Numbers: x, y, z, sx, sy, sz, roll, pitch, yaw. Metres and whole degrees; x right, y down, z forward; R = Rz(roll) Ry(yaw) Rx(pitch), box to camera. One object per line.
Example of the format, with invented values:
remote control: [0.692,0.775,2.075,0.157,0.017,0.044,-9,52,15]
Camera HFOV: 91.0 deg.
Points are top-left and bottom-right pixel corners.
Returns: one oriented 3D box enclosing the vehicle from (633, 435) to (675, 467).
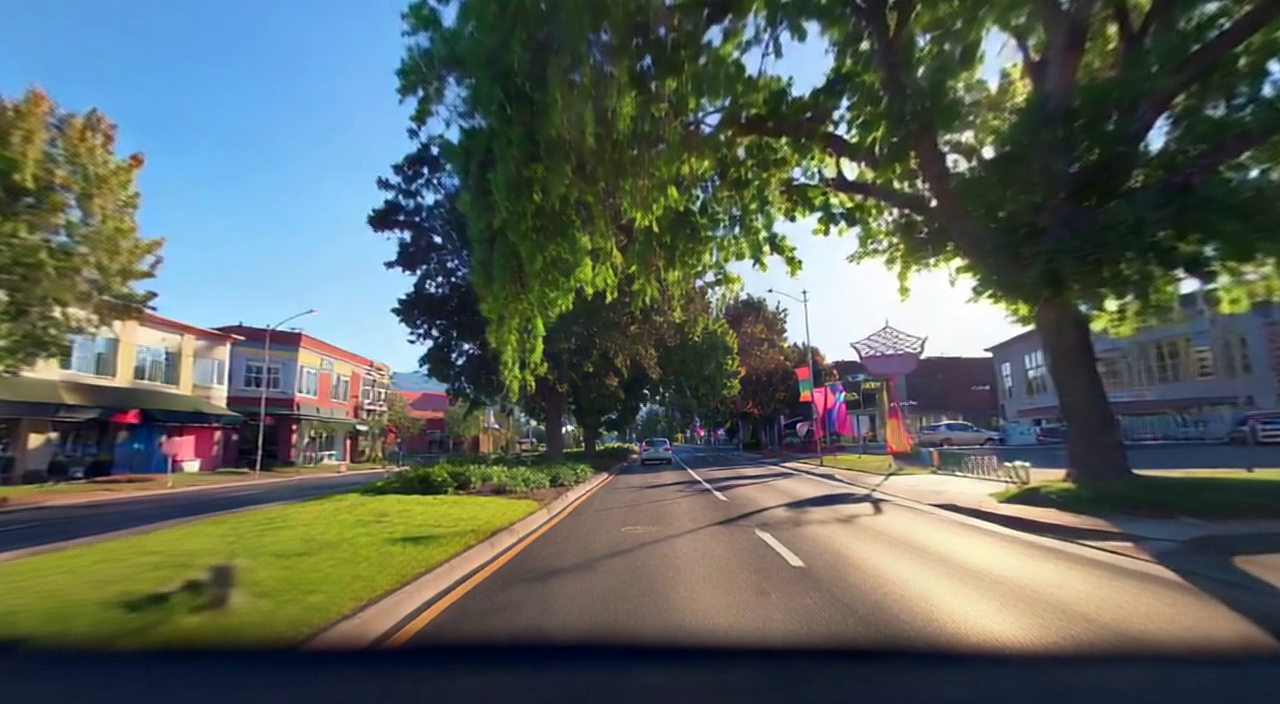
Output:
vehicle: [0.866,5.657,36.196,2.235,1.719,4.292,0,-8,3]

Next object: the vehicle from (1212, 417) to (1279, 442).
vehicle: [37.526,4.642,37.637,4.637,1.477,1.823,-1,-8,2]
